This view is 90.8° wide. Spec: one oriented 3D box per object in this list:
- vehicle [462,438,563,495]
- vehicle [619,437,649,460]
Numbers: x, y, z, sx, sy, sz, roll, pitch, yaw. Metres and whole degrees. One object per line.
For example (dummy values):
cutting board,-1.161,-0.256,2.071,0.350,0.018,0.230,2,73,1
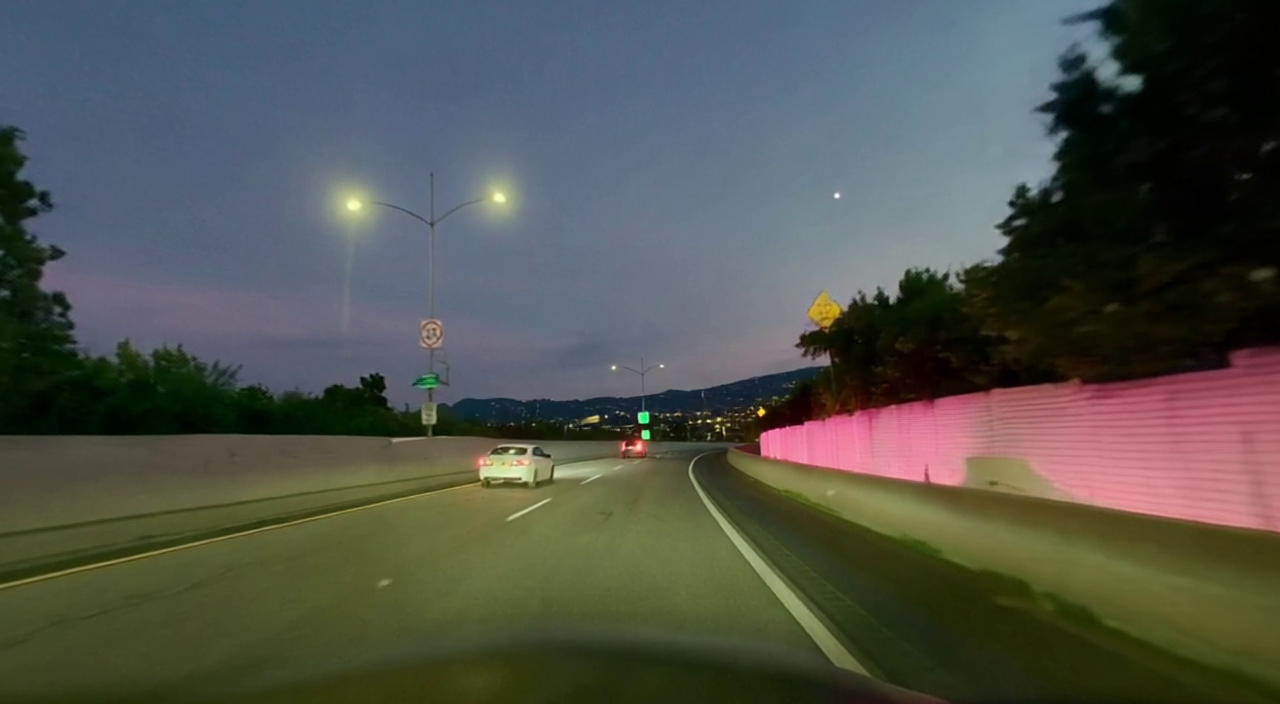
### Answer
vehicle,-3.490,3.209,18.089,1.746,1.405,4.339,0,-9,3
vehicle,-0.443,7.575,49.733,1.833,1.697,3.984,-1,-9,7
